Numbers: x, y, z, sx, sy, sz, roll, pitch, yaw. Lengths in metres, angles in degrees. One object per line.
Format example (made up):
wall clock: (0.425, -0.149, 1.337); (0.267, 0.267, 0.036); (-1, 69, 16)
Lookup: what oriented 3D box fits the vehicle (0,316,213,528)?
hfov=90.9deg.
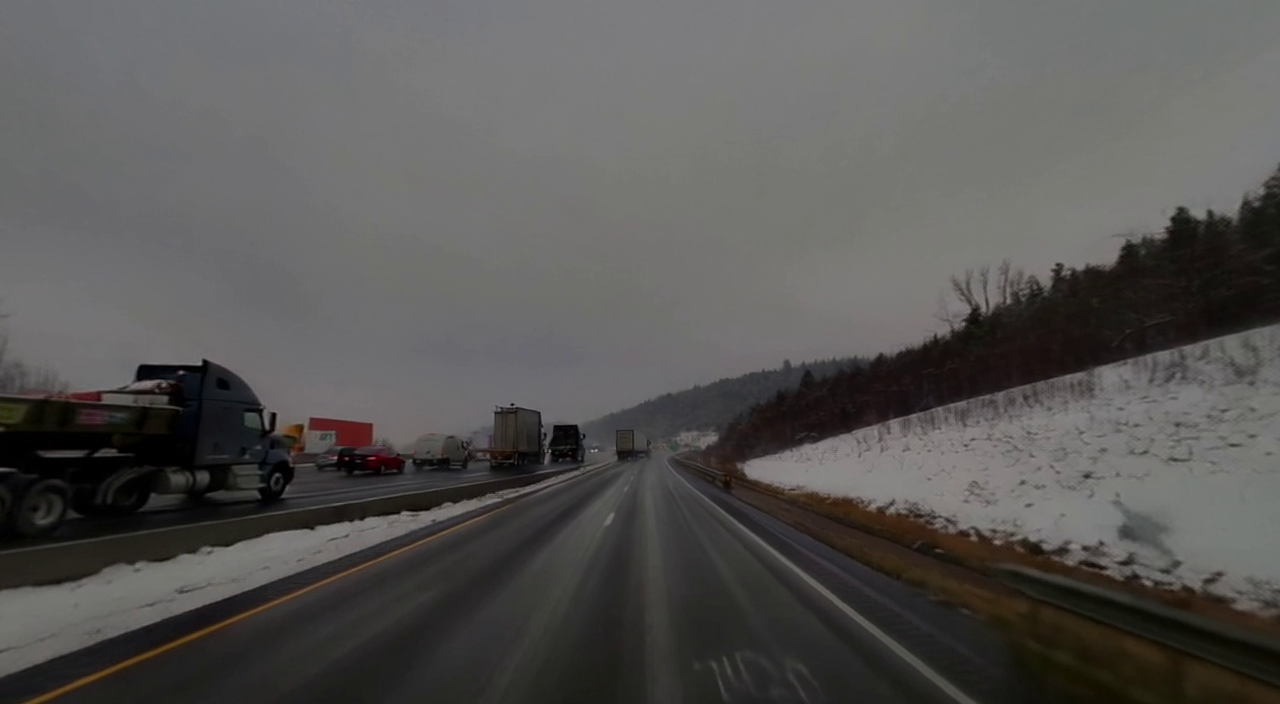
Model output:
vehicle: (-12.521, 1.032, 9.755); (2.745, 3.617, 11.590); (-1, -9, 6)

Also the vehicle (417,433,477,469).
vehicle: (-14.969, 7.755, 49.340); (2.264, 2.596, 5.494); (-1, -9, 8)

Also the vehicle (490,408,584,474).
vehicle: (-7.049, 6.634, 46.315); (2.848, 4.067, 14.314); (-1, -9, 7)

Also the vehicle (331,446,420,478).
vehicle: (-13.457, 5.634, 32.422); (1.925, 1.493, 4.864); (-1, -9, 8)
